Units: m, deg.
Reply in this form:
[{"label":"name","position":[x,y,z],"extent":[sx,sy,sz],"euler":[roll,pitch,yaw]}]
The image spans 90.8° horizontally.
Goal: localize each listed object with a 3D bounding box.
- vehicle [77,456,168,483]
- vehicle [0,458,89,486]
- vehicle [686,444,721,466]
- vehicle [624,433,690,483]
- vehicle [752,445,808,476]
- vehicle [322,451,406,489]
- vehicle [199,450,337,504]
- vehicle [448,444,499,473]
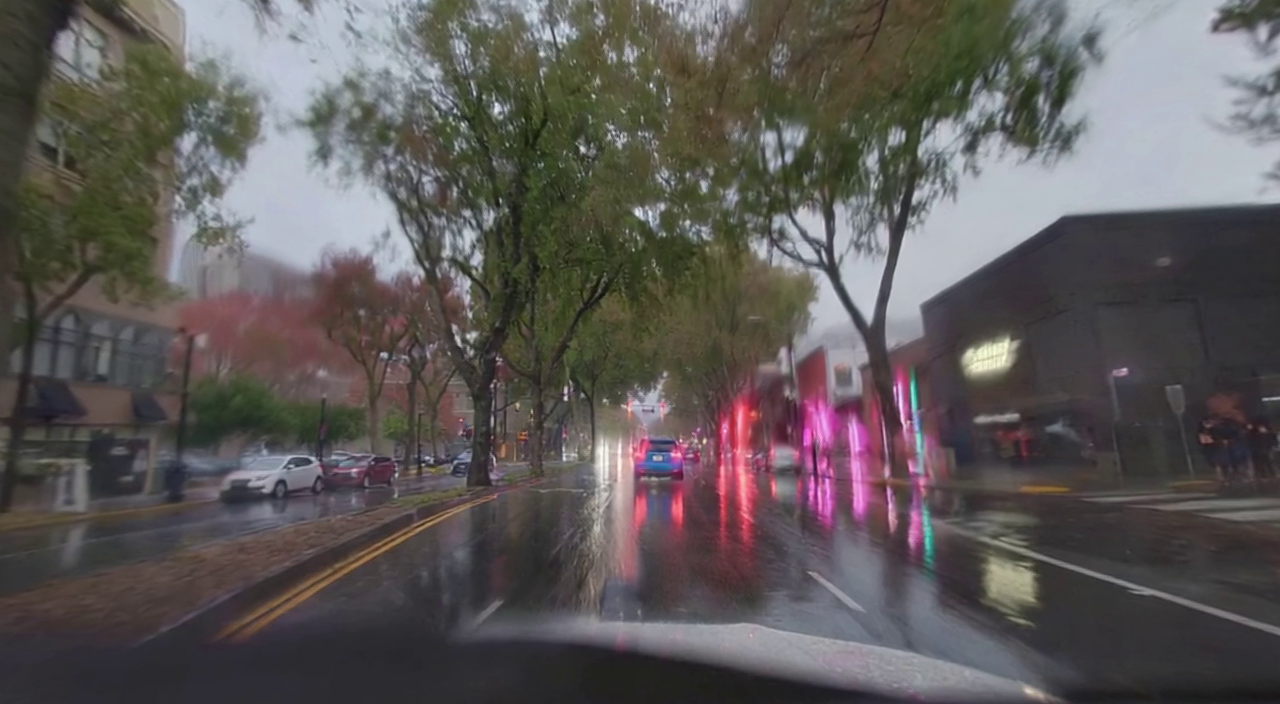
[{"label":"vehicle","position":[-34.241,7.782,42.002],"extent":[1.982,1.610,4.620],"euler":[-3,-9,4]},{"label":"vehicle","position":[-39.564,7.953,42.074],"extent":[1.832,1.657,4.339],"euler":[0,-9,-1]},{"label":"vehicle","position":[4.605,7.515,46.302],"extent":[2.209,1.478,4.138],"euler":[0,-9,2]},{"label":"vehicle","position":[0.672,4.175,25.131],"extent":[2.382,1.796,4.610],"euler":[0,-9,2]},{"label":"vehicle","position":[7.136,5.566,32.736],"extent":[2.048,1.484,4.709],"euler":[-1,-9,3]},{"label":"vehicle","position":[-13.143,5.631,30.430],"extent":[1.934,1.639,4.387],"euler":[0,-9,2]},{"label":"vehicle","position":[-13.285,4.451,22.996],"extent":[2.148,1.694,4.561],"euler":[0,-9,2]},{"label":"vehicle","position":[-12.416,7.989,47.576],"extent":[2.197,1.985,5.183],"euler":[-1,-9,3]}]
